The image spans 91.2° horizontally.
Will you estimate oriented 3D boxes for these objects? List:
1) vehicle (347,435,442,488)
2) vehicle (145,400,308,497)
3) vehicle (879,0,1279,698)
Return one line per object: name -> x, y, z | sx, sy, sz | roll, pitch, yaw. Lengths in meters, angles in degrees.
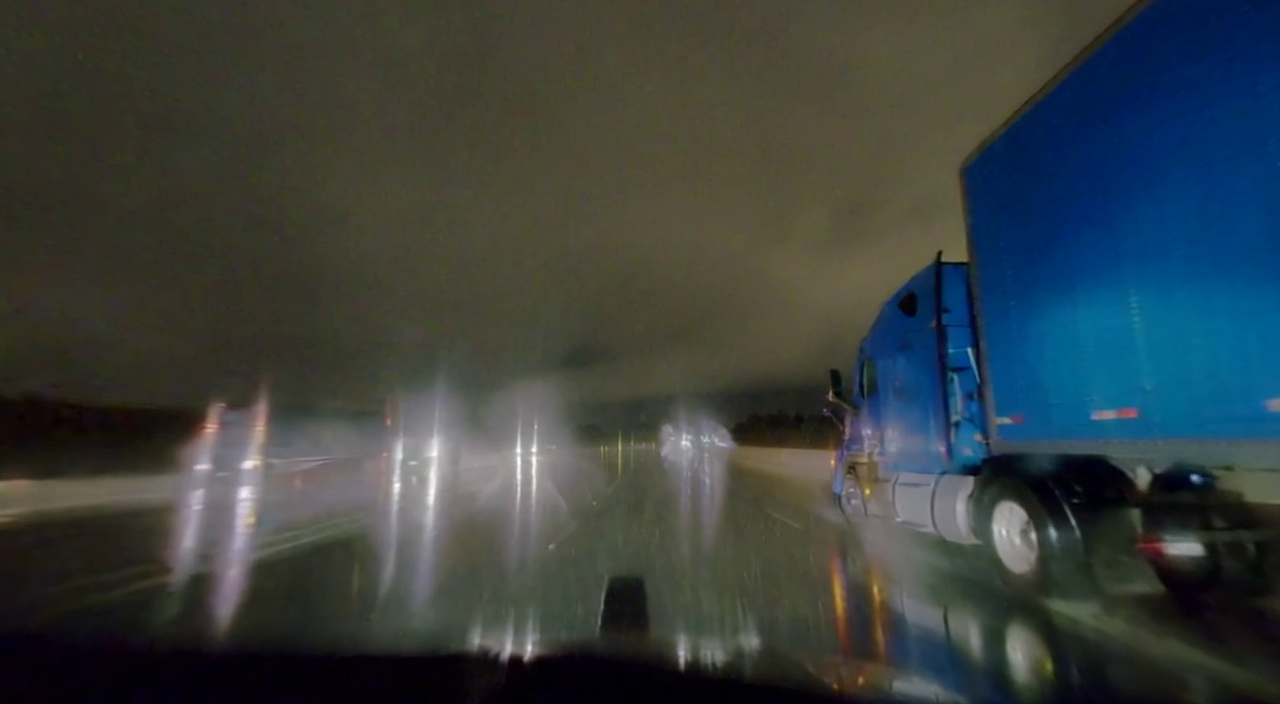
vehicle -> -13.788, 6.199, 35.904 | 2.385, 2.707, 6.855 | -1, -9, 2
vehicle -> -20.231, 4.819, 31.408 | 3.408, 4.286, 6.704 | 0, -9, 0
vehicle -> 4.813, -0.581, 1.058 | 2.908, 4.075, 15.065 | 0, -9, 0
